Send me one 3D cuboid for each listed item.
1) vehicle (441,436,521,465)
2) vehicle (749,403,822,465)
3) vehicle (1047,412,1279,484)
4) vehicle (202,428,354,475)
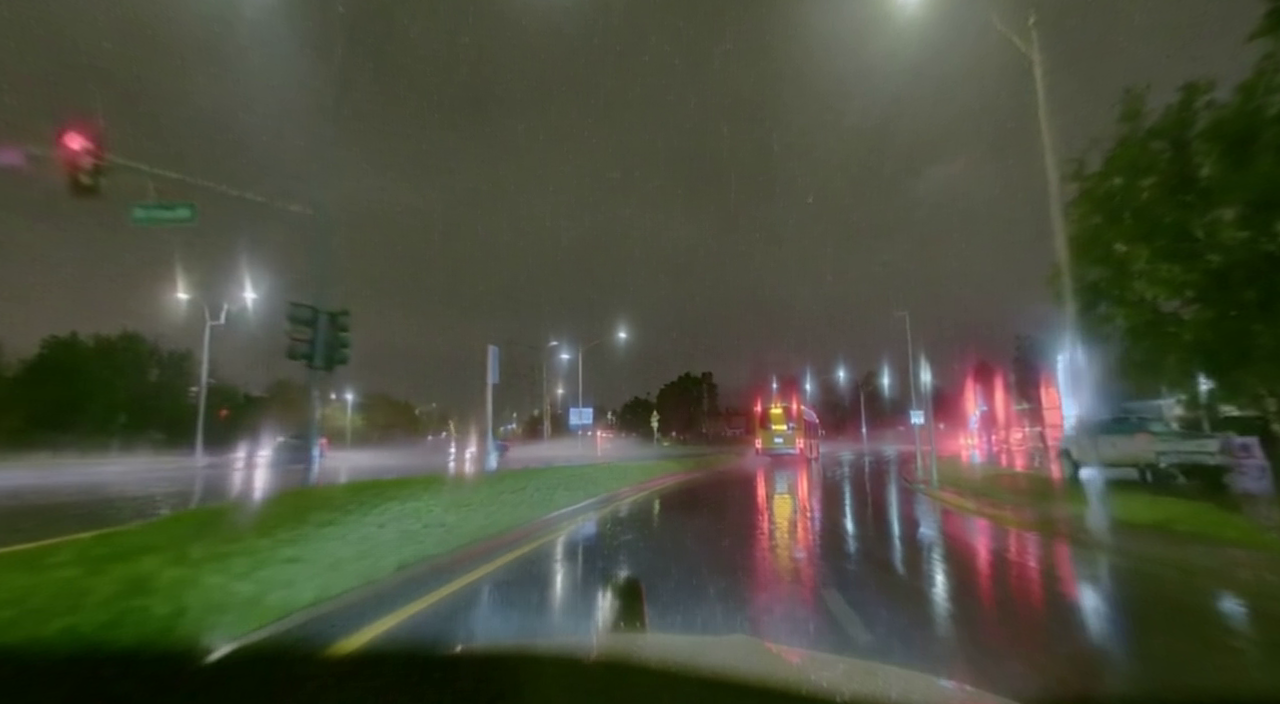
[{"bbox_3d":[-8.744,5.487,35.115,1.887,1.494,4.443,-4,-10,25],"label":"vehicle"},{"bbox_3d":[9.654,5.374,40.580,3.031,3.429,11.005,-3,-9,20],"label":"vehicle"},{"bbox_3d":[15.821,2.831,18.605,5.856,1.945,2.183,-3,-9,16],"label":"vehicle"},{"bbox_3d":[-13.680,3.806,24.158,2.054,1.607,4.615,-4,-9,25],"label":"vehicle"}]
